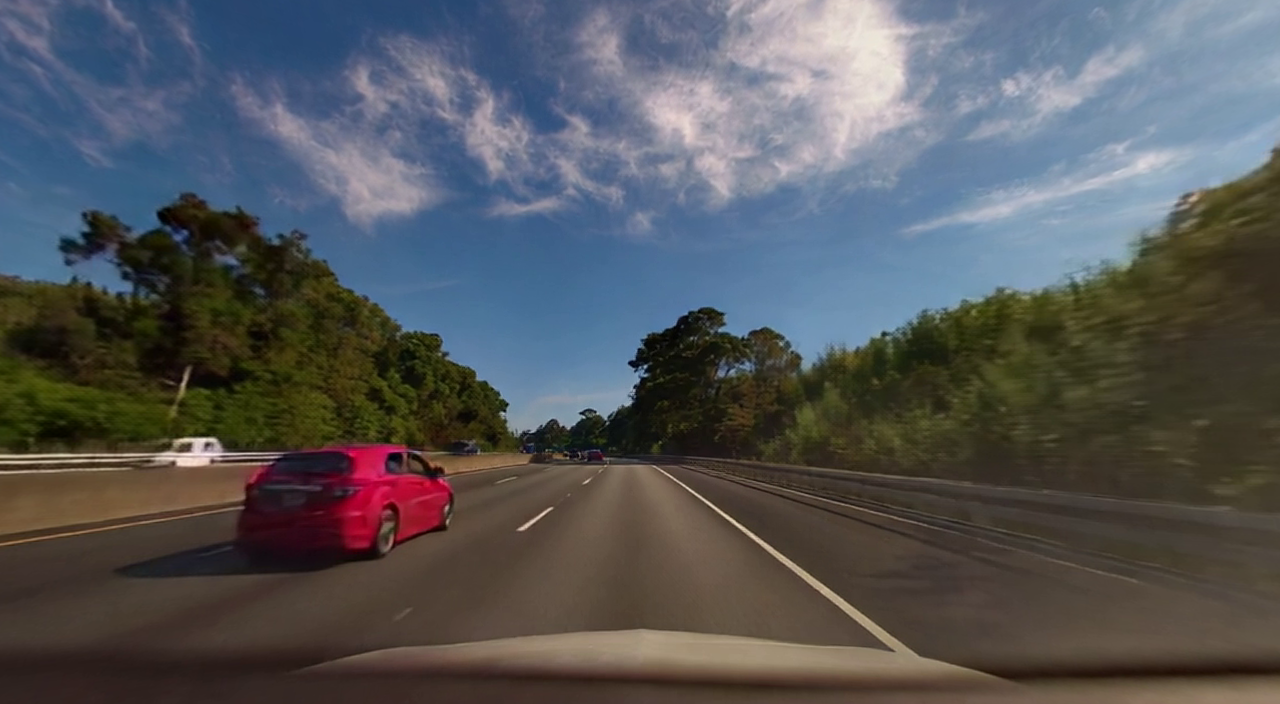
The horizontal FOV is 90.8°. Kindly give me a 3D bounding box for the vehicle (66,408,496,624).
[{"bbox_3d":[-3.383,1.661,7.420,2.279,1.683,4.726,0,-9,0],"label":"vehicle"}]
